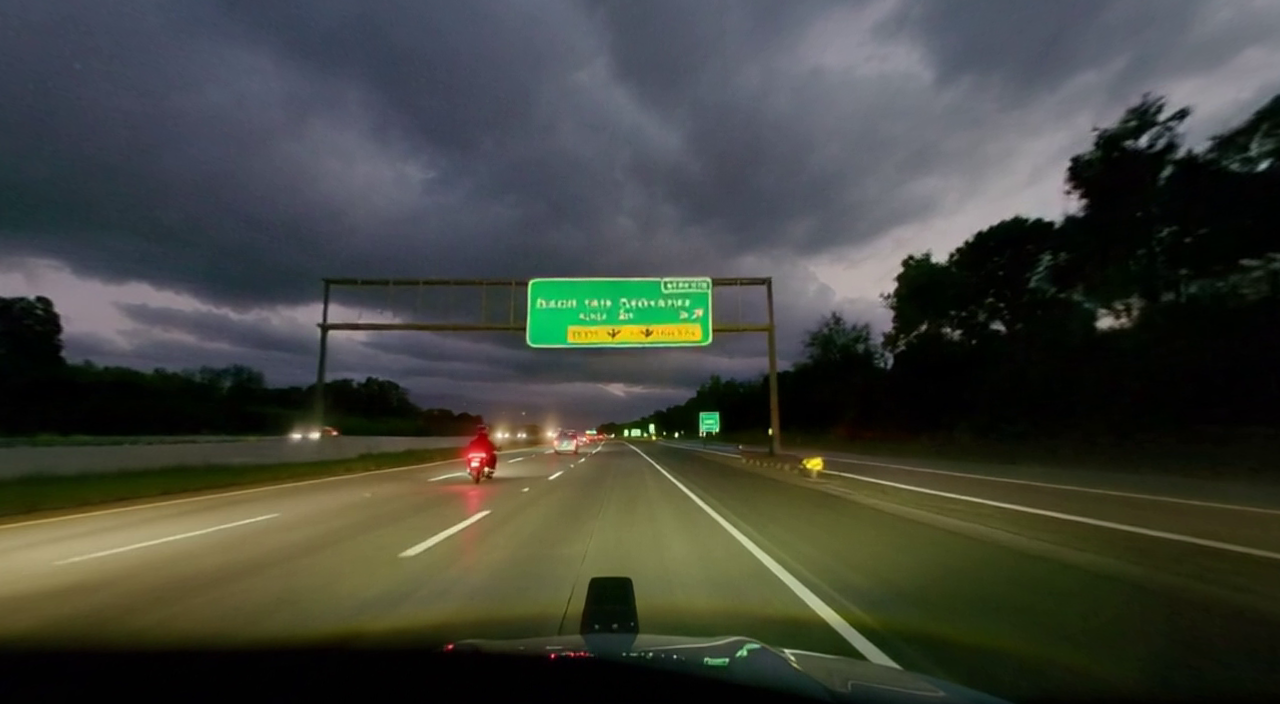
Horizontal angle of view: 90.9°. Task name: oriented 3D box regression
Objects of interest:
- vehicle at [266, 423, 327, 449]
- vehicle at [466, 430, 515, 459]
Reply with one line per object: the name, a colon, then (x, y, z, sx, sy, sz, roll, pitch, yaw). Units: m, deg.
vehicle: (-25.166, 6.190, 46.341, 1.973, 1.775, 4.515, 0, -8, -2)
vehicle: (-8.706, 5.422, 37.007, 1.965, 1.605, 4.115, 0, -8, -1)
